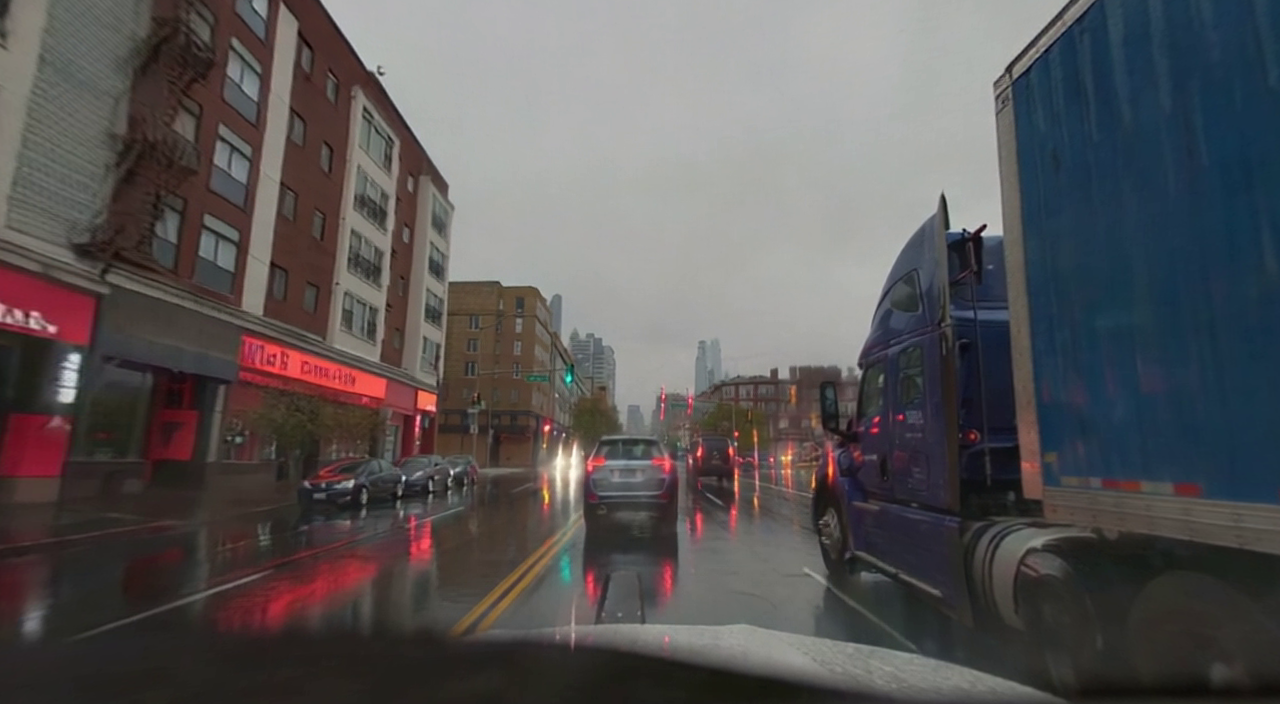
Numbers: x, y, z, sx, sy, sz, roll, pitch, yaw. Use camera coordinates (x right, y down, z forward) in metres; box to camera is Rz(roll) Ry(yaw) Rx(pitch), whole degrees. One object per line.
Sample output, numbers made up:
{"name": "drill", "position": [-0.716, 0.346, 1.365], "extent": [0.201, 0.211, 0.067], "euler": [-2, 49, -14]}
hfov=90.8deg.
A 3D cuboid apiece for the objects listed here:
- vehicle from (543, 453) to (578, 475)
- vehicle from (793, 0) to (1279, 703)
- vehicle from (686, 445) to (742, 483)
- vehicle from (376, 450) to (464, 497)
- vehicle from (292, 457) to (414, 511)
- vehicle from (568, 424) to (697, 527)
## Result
{"name": "vehicle", "position": [-5.794, 8.184, 46.551], "extent": [1.947, 1.462, 4.640], "euler": [-1, -8, 1]}
{"name": "vehicle", "position": [3.136, -0.110, 2.088], "extent": [2.913, 3.771, 9.716], "euler": [0, -8, 1]}
{"name": "vehicle", "position": [3.459, 5.336, 30.476], "extent": [2.159, 1.696, 4.316], "euler": [0, -8, 0]}
{"name": "vehicle", "position": [-8.844, 4.870, 25.805], "extent": [2.084, 1.686, 4.422], "euler": [0, -8, -1]}
{"name": "vehicle", "position": [-8.740, 4.027, 19.715], "extent": [1.805, 1.379, 4.359], "euler": [0, -8, -1]}
{"name": "vehicle", "position": [-0.122, 2.525, 13.502], "extent": [2.283, 1.783, 4.548], "euler": [0, -8, 0]}
